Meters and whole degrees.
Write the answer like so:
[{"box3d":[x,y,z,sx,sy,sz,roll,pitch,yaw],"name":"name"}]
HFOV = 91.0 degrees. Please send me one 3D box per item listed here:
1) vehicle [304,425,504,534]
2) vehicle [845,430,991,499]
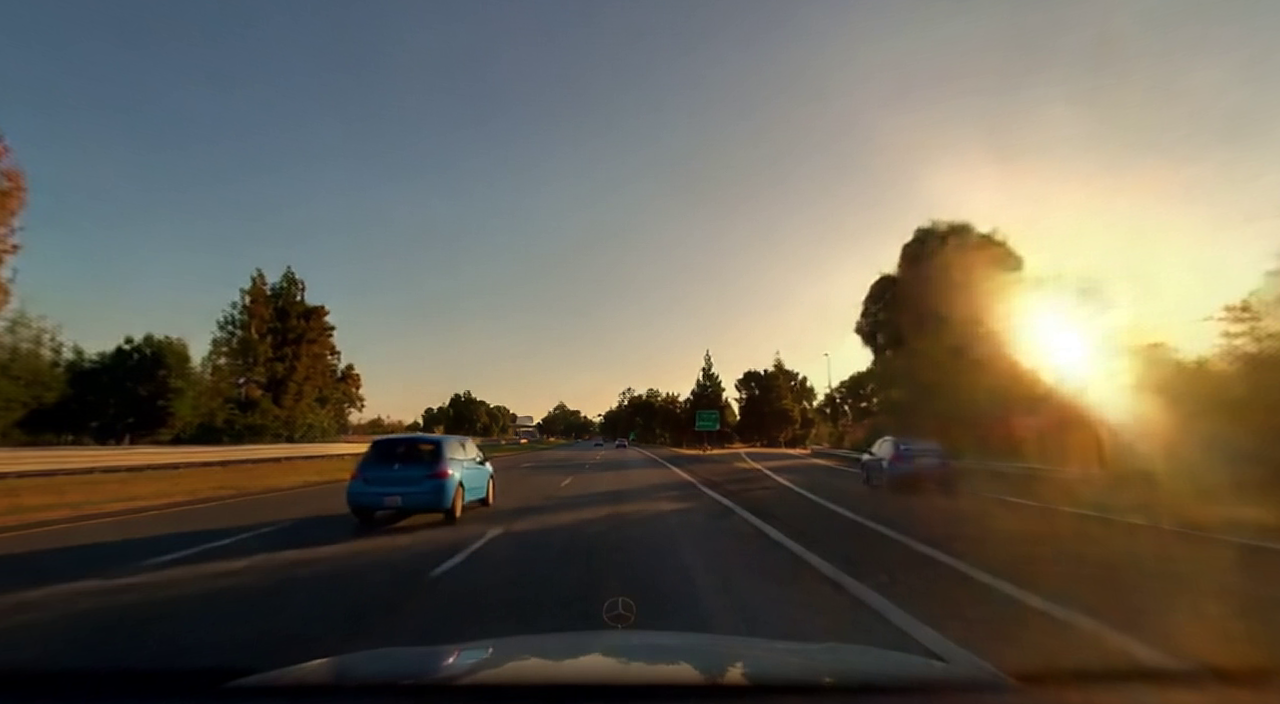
[{"box3d":[-3.853,2.122,11.169,2.008,1.567,3.959,0,-8,0],"name":"vehicle"},{"box3d":[7.355,2.988,17.324,2.084,1.614,4.762,-1,-8,4],"name":"vehicle"}]
